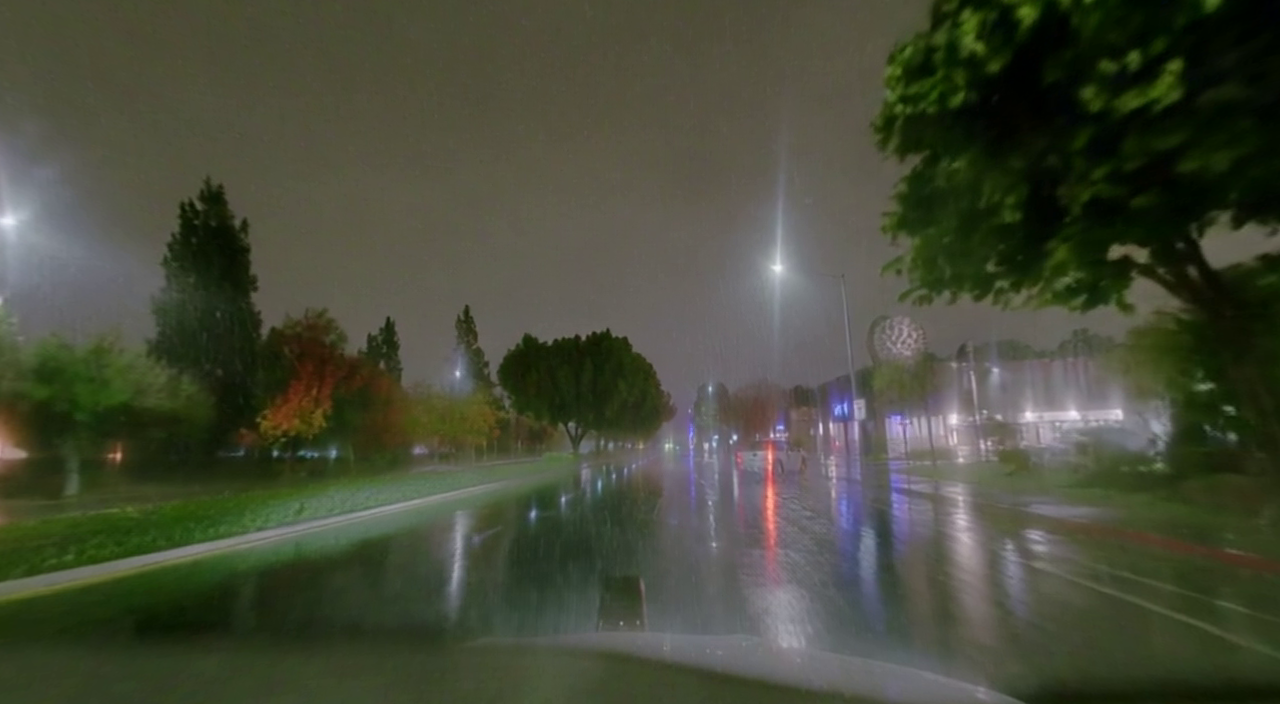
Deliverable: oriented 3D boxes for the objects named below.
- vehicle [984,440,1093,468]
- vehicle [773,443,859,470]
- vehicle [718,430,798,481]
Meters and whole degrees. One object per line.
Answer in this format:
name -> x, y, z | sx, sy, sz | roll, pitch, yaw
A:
vehicle -> 22.168, 5.703, 35.308 | 4.698, 1.465, 1.914 | -1, -8, 7
vehicle -> 10.415, 6.180, 37.460 | 4.733, 1.499, 2.000 | -3, -9, 17
vehicle -> 5.237, 4.443, 27.443 | 2.477, 1.991, 5.157 | -3, -9, 20
